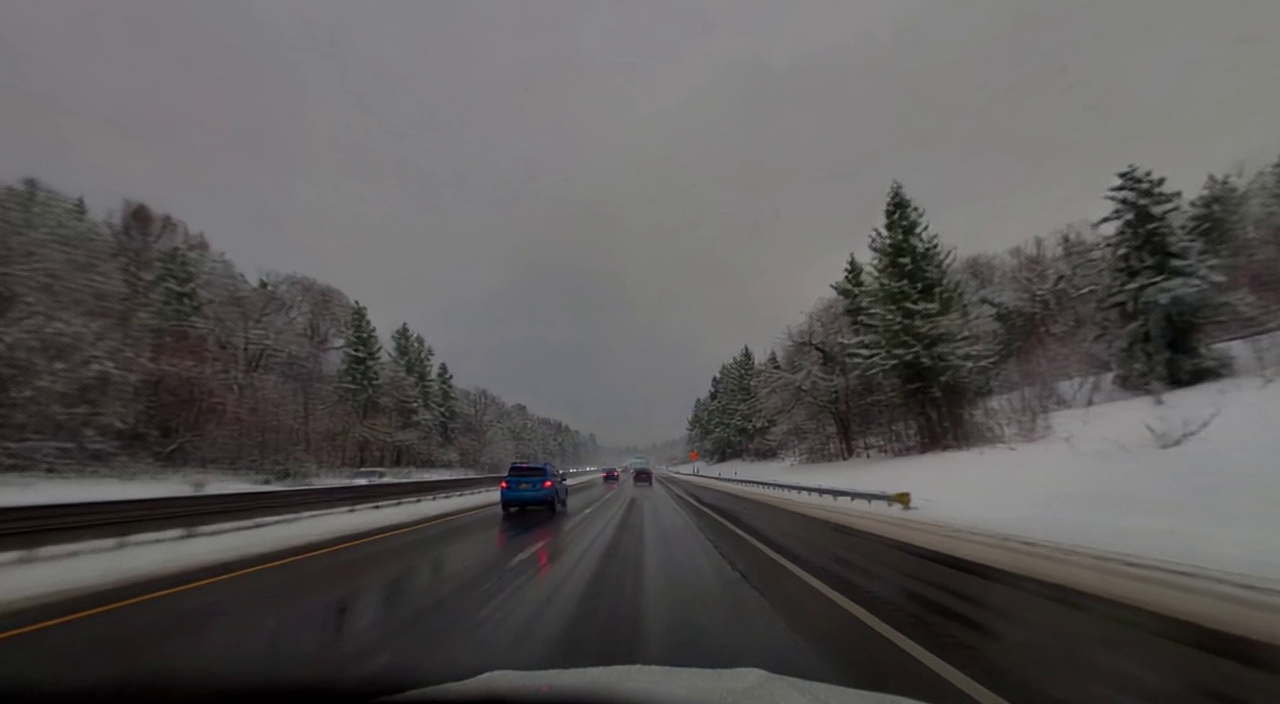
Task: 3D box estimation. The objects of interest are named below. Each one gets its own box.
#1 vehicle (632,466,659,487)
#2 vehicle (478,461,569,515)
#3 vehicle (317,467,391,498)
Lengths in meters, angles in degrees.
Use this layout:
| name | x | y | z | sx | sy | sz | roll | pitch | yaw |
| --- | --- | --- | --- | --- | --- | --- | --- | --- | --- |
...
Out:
| name | x | y | z | sx | sy | sz | roll | pitch | yaw |
| --- | --- | --- | --- | --- | --- | --- | --- | --- | --- |
| vehicle | 0.449 | 9.840 | 49.850 | 2.065 | 1.596 | 3.869 | 1 | -11 | 1 |
| vehicle | -3.623 | 4.355 | 20.478 | 2.047 | 1.523 | 4.279 | 0 | -11 | 1 |
| vehicle | -15.856 | 7.256 | 35.246 | 1.906 | 1.521 | 4.727 | 1 | -11 | 0 |
